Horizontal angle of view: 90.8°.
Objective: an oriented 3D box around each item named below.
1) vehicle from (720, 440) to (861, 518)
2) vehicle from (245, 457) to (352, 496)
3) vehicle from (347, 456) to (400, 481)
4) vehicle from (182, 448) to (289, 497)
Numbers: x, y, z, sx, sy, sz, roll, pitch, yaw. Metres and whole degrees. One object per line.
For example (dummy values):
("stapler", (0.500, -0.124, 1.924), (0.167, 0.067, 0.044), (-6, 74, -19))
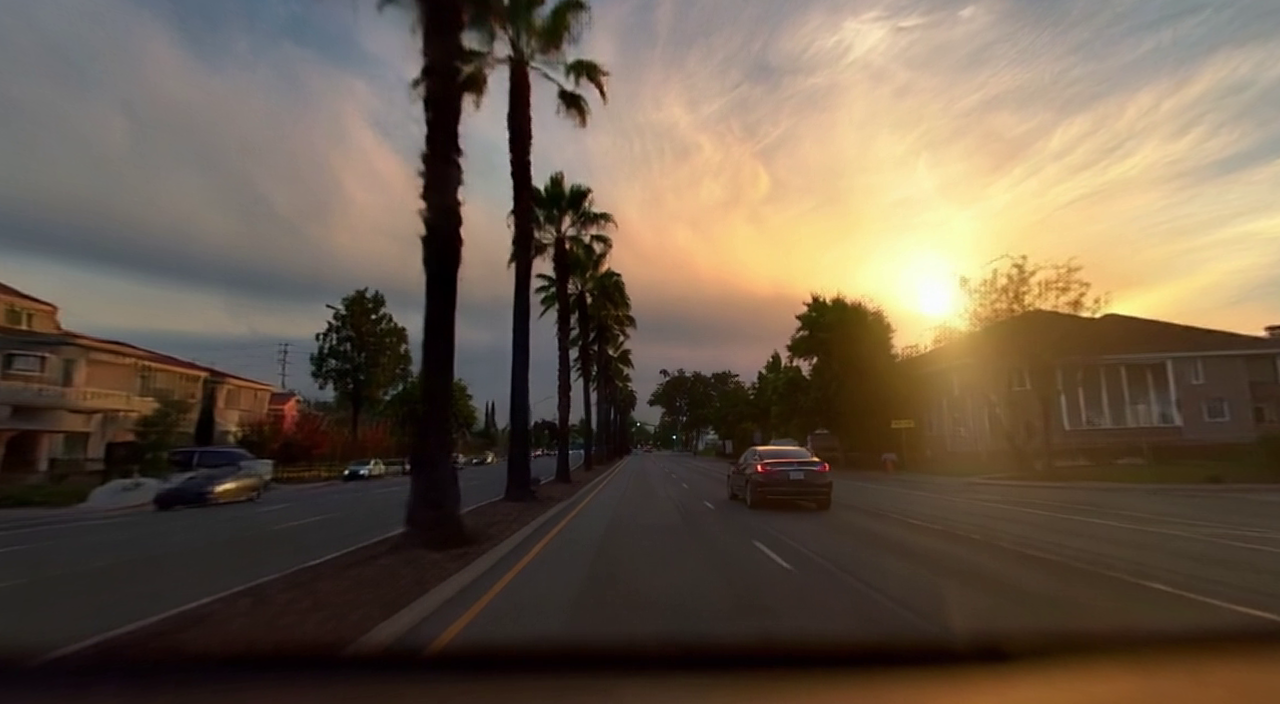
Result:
("vehicle", (3.209, 2.819, 14.606), (1.989, 1.492, 4.689), (0, -9, -2))
("vehicle", (-14.884, 5.401, 27.874), (1.990, 1.488, 4.724), (0, -9, 1))
("vehicle", (-18.811, 8.215, 44.804), (1.811, 1.539, 4.560), (0, -9, -1))
("vehicle", (-19.112, 5.721, 30.195), (1.987, 1.998, 4.642), (-4, -10, 1))
